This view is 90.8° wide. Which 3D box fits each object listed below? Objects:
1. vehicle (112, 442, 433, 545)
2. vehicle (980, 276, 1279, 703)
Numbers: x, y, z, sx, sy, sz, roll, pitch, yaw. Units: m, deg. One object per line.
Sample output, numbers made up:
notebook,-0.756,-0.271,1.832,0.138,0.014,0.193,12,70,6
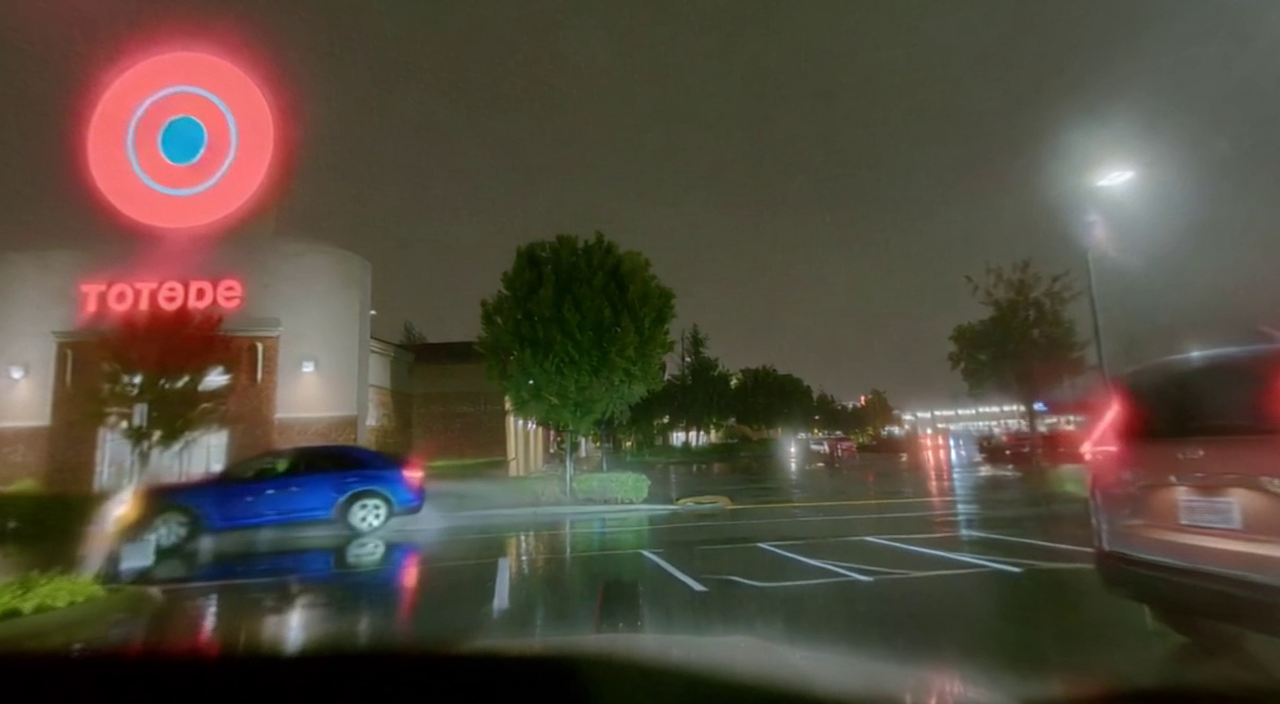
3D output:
vehicle,-6.896,2.686,12.485,4.957,1.788,2.092,1,-8,-7
vehicle,4.978,0.780,3.430,4.864,1.916,2.413,1,-8,-5
